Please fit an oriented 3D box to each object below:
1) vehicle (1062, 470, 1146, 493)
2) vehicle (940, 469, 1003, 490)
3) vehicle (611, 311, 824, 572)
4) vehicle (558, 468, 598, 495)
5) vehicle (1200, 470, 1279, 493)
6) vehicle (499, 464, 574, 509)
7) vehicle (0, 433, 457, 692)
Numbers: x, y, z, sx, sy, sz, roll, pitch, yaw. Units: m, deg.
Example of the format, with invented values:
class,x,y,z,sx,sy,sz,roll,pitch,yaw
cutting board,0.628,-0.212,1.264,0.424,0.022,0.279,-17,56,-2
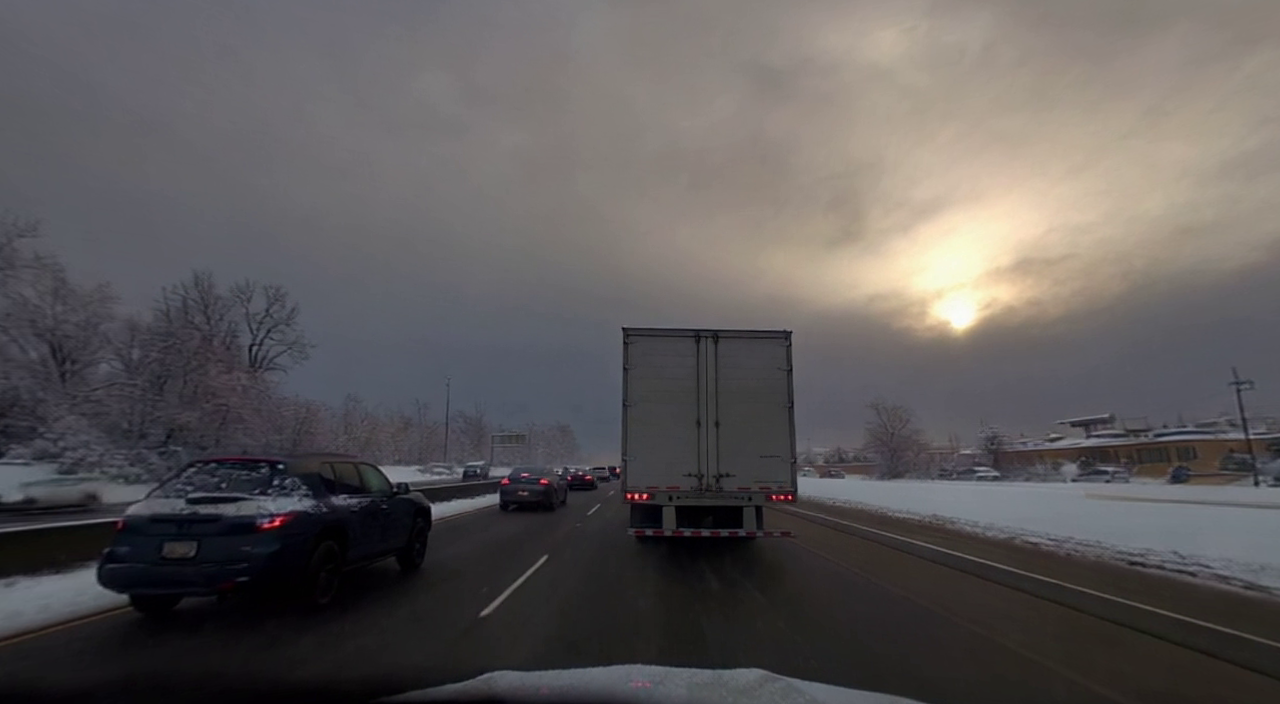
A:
class,x,y,z,sx,sy,sz,roll,pitch,yaw
vehicle,32.600,9.095,44.384,4.299,1.465,1.807,-1,-11,11
vehicle,25.330,9.743,48.304,4.107,1.485,1.796,-4,-12,25
vehicle,0.966,1.964,12.926,2.831,3.529,8.689,1,-11,-1
vehicle,-3.530,7.460,36.462,1.867,1.418,3.670,0,-11,1
vehicle,41.812,9.030,43.883,3.974,1.485,1.709,1,-11,-3
vehicle,-3.758,4.996,23.671,1.964,1.482,4.371,0,-11,1
vehicle,-3.519,1.694,6.180,1.983,1.509,4.679,1,-11,1
